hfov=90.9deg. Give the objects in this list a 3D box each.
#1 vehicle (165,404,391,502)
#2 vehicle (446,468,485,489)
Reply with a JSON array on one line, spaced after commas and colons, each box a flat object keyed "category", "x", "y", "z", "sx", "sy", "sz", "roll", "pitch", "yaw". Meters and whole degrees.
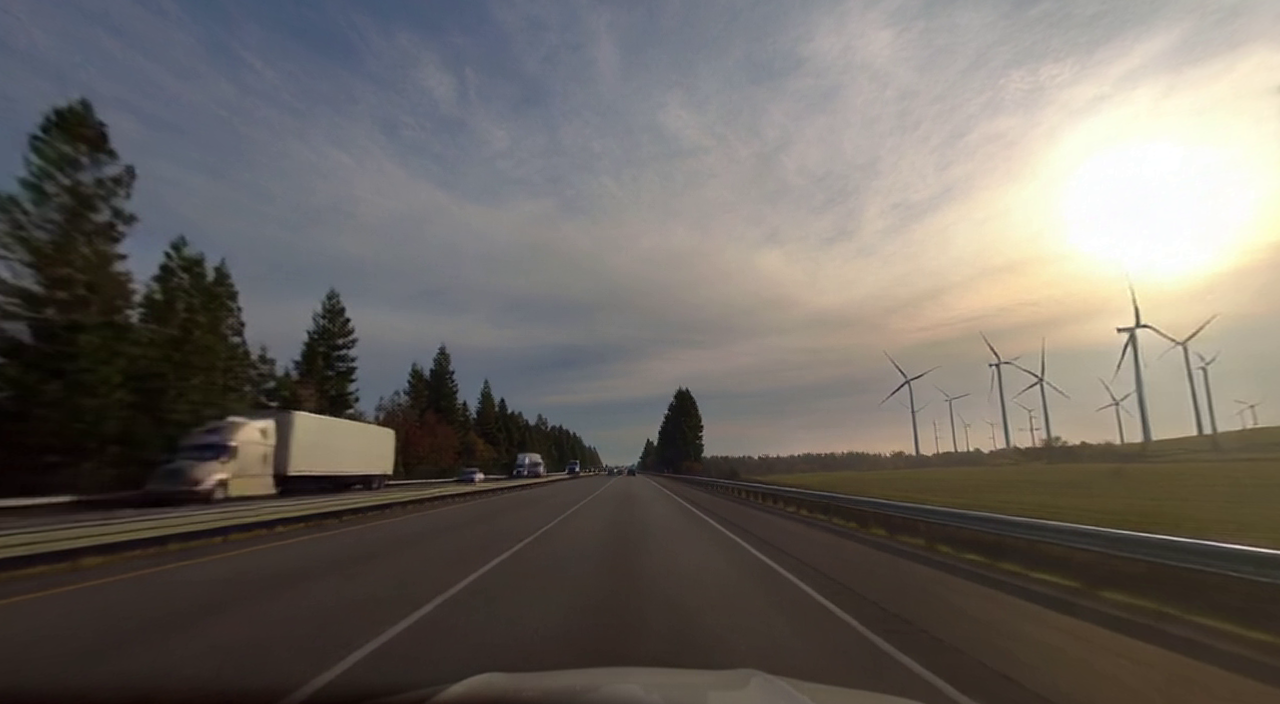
[{"category": "vehicle", "x": -17.199, "y": 5.332, "z": 32.272, "sx": 2.872, "sy": 3.799, "sz": 14.761, "roll": 1, "pitch": -11, "yaw": 0}, {"category": "vehicle", "x": -12.672, "y": 9.197, "z": 45.926, "sx": 1.700, "sy": 1.451, "sz": 4.000, "roll": 1, "pitch": -10, "yaw": -1}]
